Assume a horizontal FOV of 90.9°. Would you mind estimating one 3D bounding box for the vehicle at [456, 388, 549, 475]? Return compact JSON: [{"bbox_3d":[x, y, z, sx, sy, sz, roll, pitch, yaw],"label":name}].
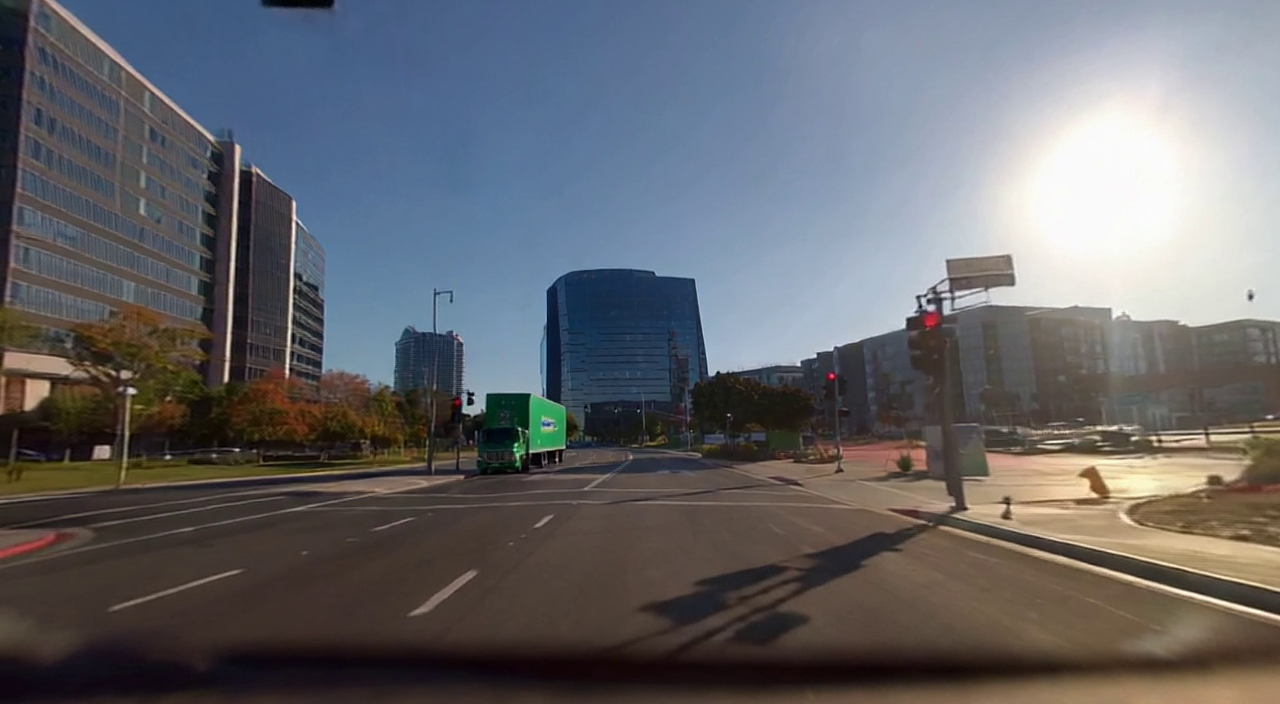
[{"bbox_3d":[-6.995,4.304,33.595,3.053,4.058,8.110,0,-8,0],"label":"vehicle"}]
